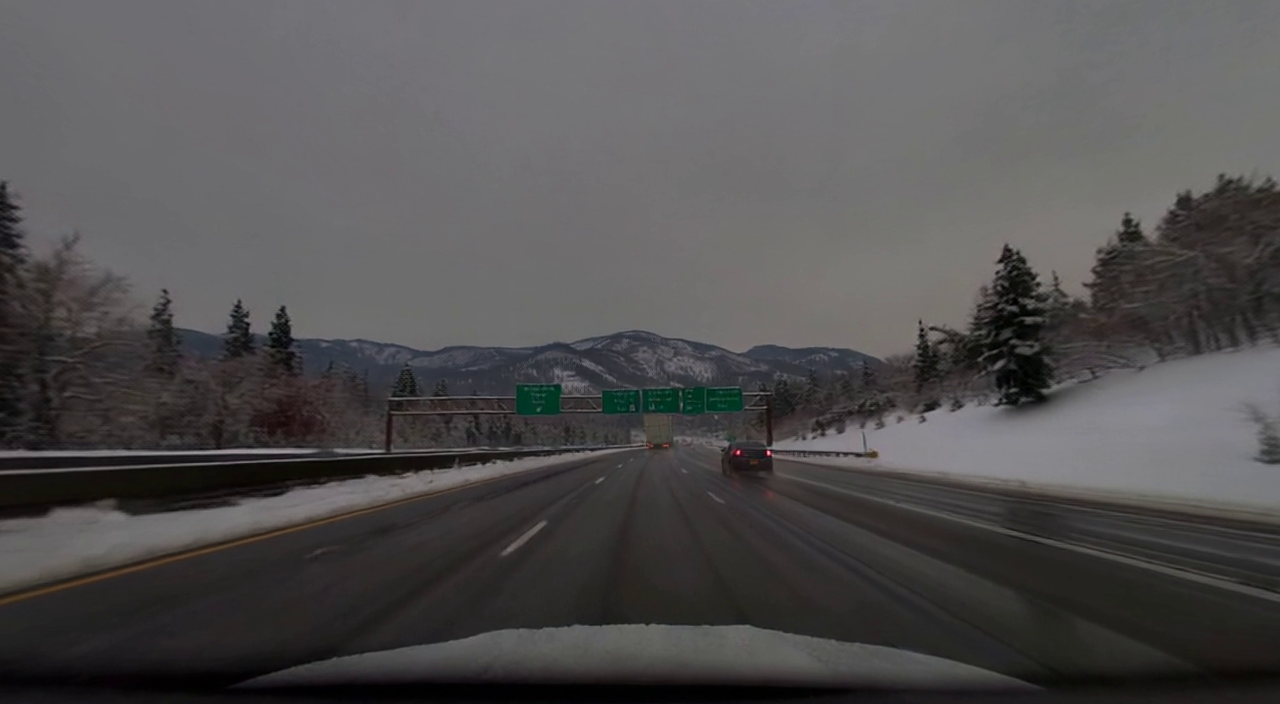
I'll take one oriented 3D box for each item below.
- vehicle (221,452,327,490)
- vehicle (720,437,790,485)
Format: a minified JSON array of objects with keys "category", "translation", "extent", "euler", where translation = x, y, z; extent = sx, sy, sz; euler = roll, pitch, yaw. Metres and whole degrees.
[{"category":"vehicle","translation":[-15.933,5.190,27.750],"extent":[1.974,1.488,4.325],"euler":[0,-9,1]},{"category":"vehicle","translation":[4.178,4.033,23.546],"extent":[1.880,1.624,3.941],"euler":[0,-9,0]}]
